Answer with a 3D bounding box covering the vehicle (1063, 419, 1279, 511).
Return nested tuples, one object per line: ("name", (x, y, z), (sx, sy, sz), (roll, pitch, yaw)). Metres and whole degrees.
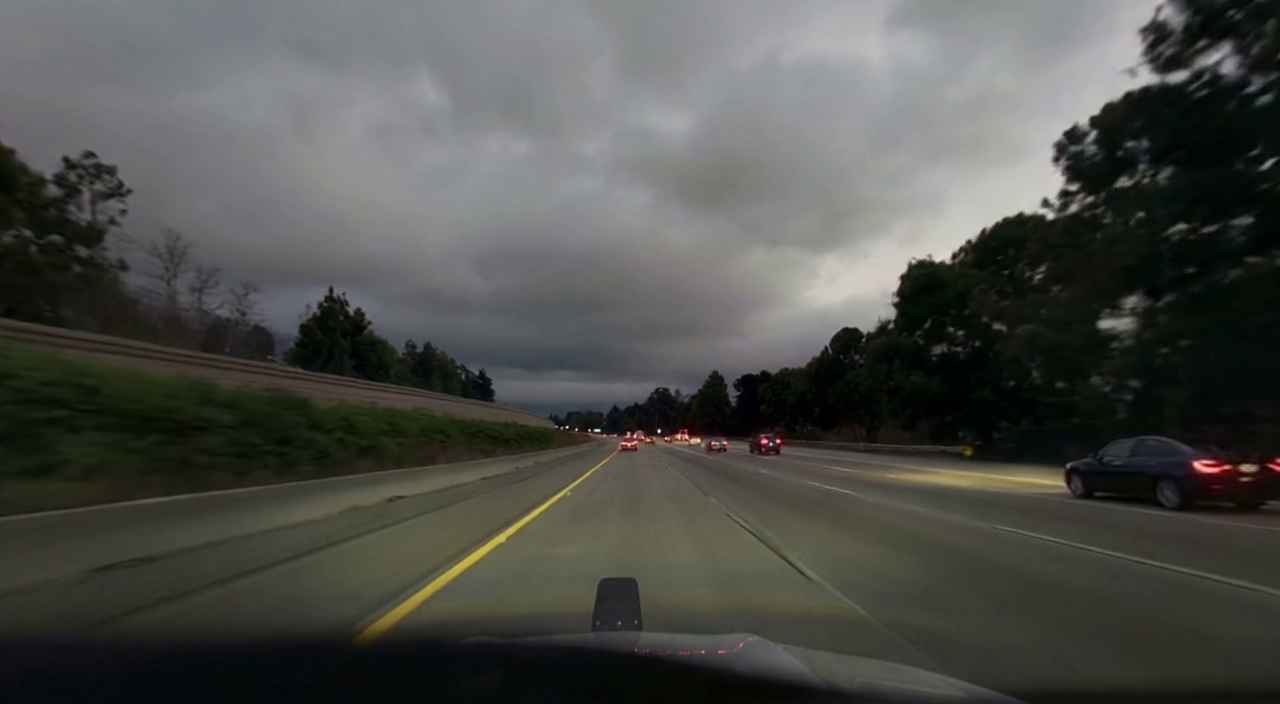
("vehicle", (11.329, 2.231, 12.892), (2.041, 1.517, 4.645), (0, -8, -1))
